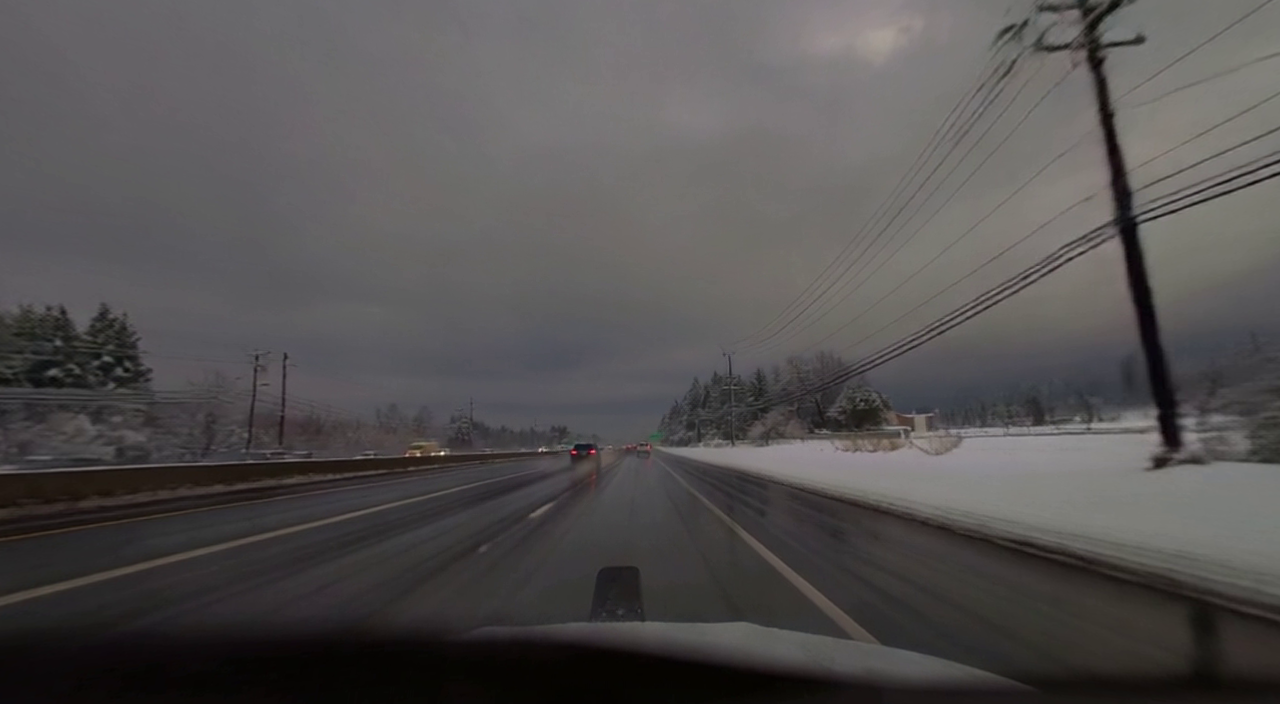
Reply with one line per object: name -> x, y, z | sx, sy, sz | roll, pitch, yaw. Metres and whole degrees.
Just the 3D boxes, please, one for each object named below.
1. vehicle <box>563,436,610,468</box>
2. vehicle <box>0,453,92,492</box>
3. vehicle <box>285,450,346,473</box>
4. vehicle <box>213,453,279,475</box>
vehicle -> -3.472, 6.670, 42.127 | 2.577, 1.939, 5.408 | 0, -9, 1
vehicle -> -28.242, 5.474, 29.023 | 1.912, 1.626, 4.344 | 0, -9, 1
vehicle -> -23.913, 8.048, 46.565 | 1.989, 1.546, 4.558 | 0, -9, 1
vehicle -> -28.312, 8.067, 45.411 | 1.847, 1.477, 4.428 | 0, -9, 1
